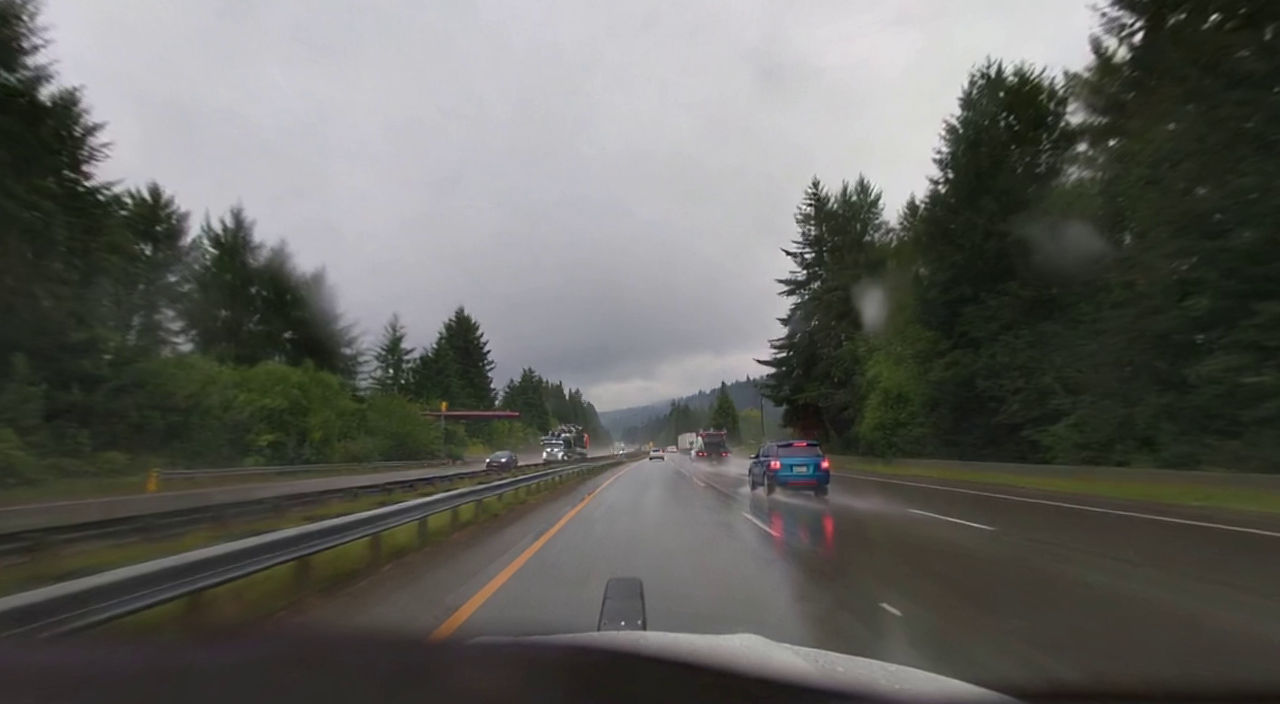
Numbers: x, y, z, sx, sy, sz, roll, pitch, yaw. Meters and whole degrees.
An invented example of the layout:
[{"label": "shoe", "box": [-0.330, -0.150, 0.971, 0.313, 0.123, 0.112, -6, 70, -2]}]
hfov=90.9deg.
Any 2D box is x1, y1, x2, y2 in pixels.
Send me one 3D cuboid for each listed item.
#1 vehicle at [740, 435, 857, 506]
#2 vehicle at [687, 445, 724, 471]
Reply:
[{"label": "vehicle", "box": [3.999, 3.070, 16.699, 2.005, 1.604, 4.002, 0, -9, -1]}, {"label": "vehicle", "box": [4.401, 7.215, 42.964, 2.022, 1.658, 4.132, 0, -9, 0]}]
